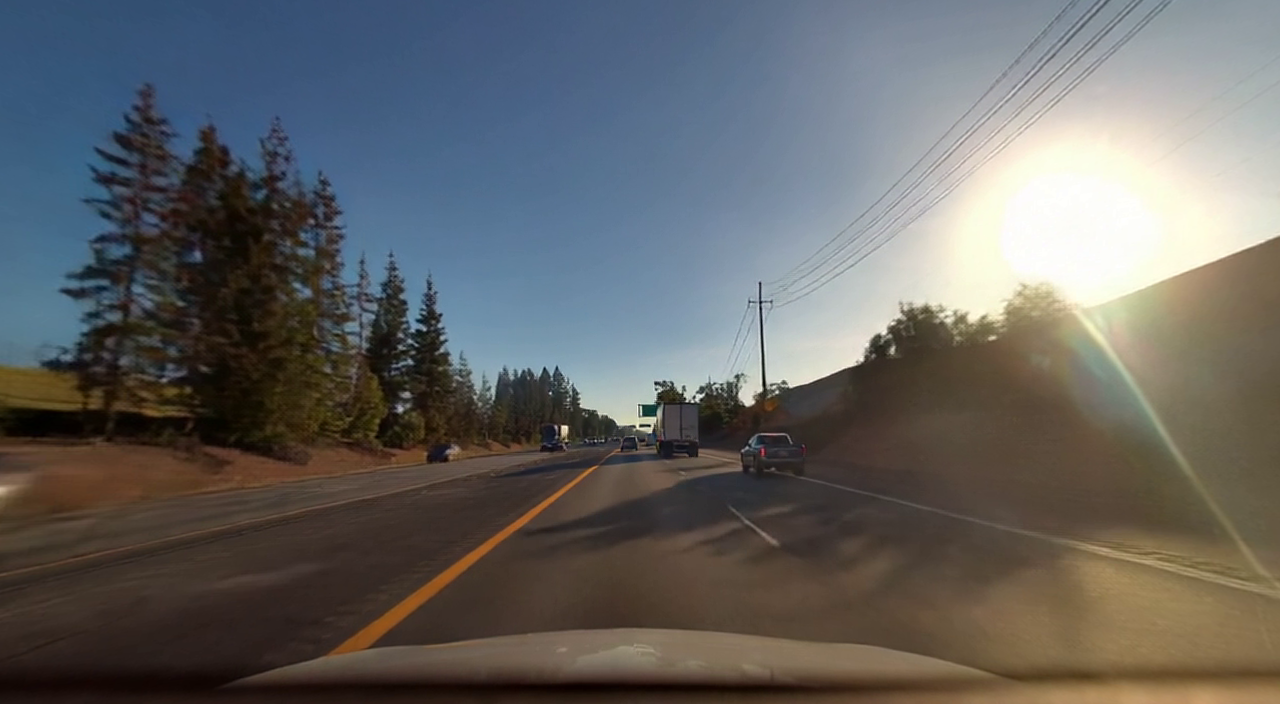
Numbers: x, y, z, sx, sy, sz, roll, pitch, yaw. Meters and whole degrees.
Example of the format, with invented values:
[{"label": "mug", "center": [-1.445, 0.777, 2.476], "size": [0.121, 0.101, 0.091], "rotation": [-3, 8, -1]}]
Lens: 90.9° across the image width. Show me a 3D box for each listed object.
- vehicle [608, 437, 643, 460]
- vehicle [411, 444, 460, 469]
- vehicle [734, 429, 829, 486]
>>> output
[{"label": "vehicle", "center": [-0.960, 6.325, 41.612], "size": [2.163, 1.466, 3.693], "rotation": [0, -8, -1]}, {"label": "vehicle", "center": [-13.673, 6.964, 42.417], "size": [1.837, 1.523, 4.377], "rotation": [0, -8, -1]}, {"label": "vehicle", "center": [4.259, 3.202, 19.597], "size": [1.930, 1.573, 3.853], "rotation": [0, -8, -2]}]
